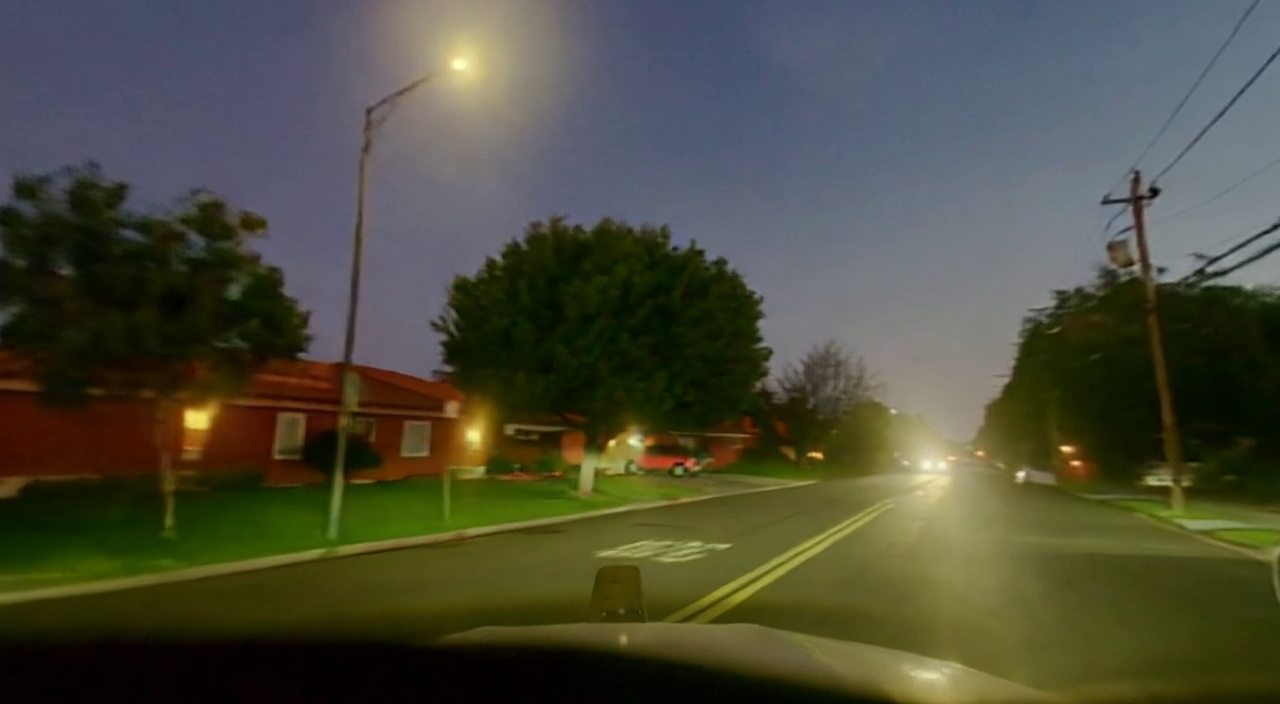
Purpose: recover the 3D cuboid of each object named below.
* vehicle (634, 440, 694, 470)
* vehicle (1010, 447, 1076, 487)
[{"bbox_3d":[1.687,6.774,41.385,2.034,1.829,5.161,-4,-11,25],"label":"vehicle"},{"bbox_3d":[21.376,6.053,33.713,2.114,1.858,5.144,-3,-9,24],"label":"vehicle"}]
